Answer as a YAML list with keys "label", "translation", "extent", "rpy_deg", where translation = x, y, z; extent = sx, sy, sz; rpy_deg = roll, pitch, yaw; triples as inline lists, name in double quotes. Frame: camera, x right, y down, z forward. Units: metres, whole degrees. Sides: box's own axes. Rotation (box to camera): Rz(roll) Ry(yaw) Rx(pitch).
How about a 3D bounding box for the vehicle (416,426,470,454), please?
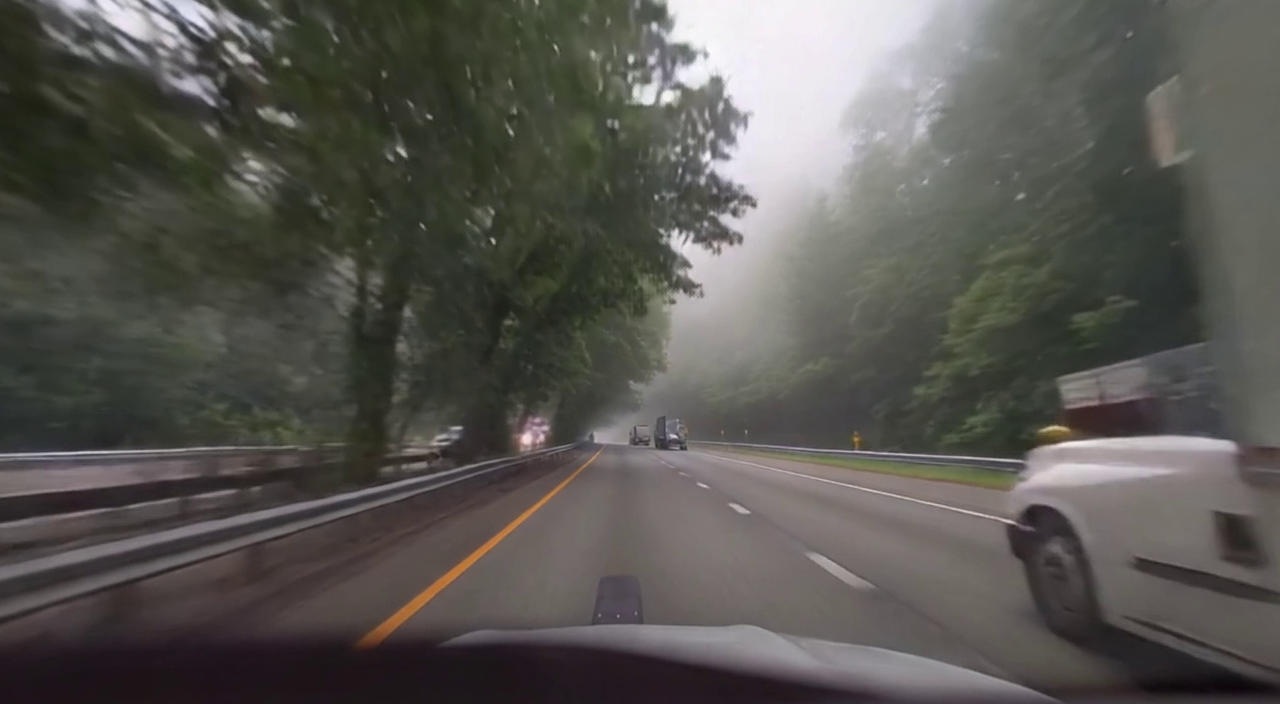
- label: "vehicle"
  translation: [-12.762, 5.733, 41.249]
  extent: [2.066, 1.711, 4.835]
  rpy_deg: [0, -8, -1]
